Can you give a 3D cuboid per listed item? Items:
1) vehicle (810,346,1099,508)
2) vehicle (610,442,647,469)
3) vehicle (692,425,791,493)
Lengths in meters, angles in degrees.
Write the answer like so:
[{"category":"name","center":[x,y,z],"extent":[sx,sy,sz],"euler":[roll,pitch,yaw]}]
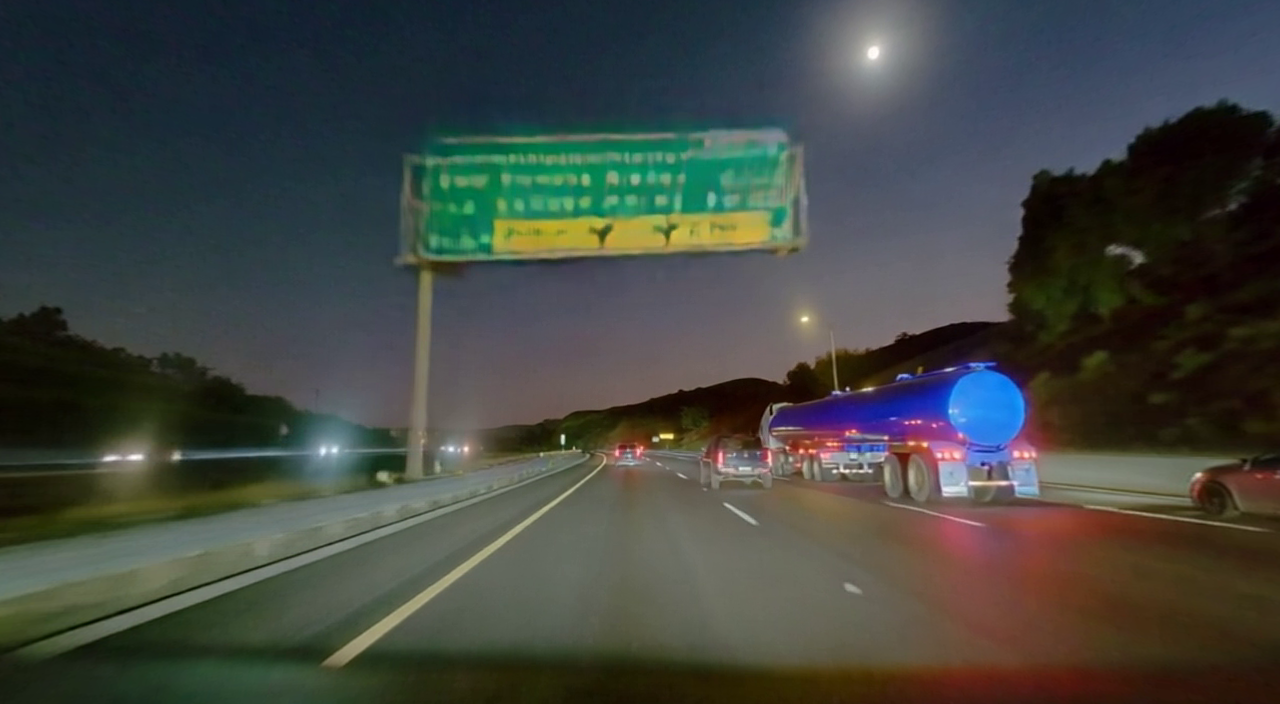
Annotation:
[{"category":"vehicle","center":[7.568,2.200,17.555],"extent":[2.805,3.212,9.978],"euler":[0,-9,0]},{"category":"vehicle","center":[-0.705,6.155,37.770],"extent":[2.083,1.477,3.965],"euler":[0,-9,-2]},{"category":"vehicle","center":[2.927,3.228,19.343],"extent":[2.098,1.794,4.561],"euler":[0,-9,-2]}]
